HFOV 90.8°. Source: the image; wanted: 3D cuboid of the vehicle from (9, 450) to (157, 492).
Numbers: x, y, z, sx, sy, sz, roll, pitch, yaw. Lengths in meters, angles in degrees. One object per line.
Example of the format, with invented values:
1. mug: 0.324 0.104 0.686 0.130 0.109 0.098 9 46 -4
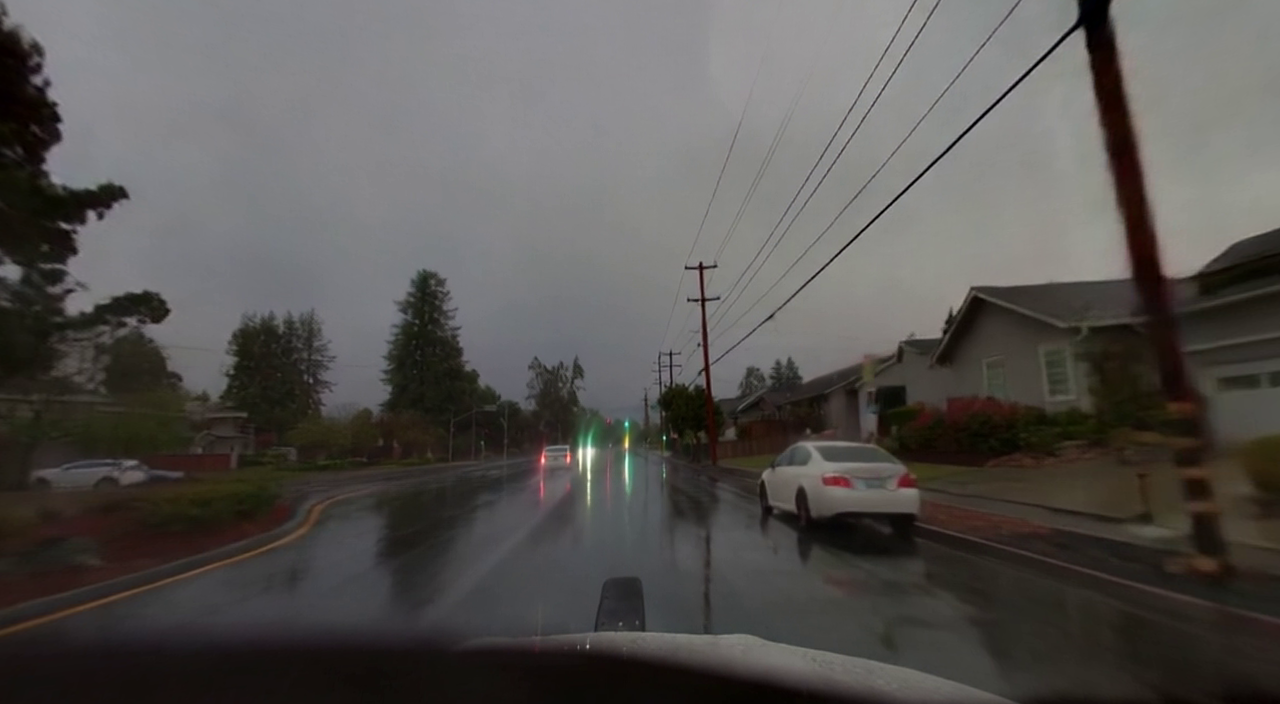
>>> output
1. vehicle: -25.910 5.515 29.576 4.661 1.800 2.045 1 -8 -12

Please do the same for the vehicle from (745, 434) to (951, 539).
1. vehicle: 3.328 2.240 11.288 2.074 1.450 4.621 0 -8 0

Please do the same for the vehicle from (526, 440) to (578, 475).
1. vehicle: -4.014 4.878 29.583 2.041 1.471 4.602 0 -8 -3
